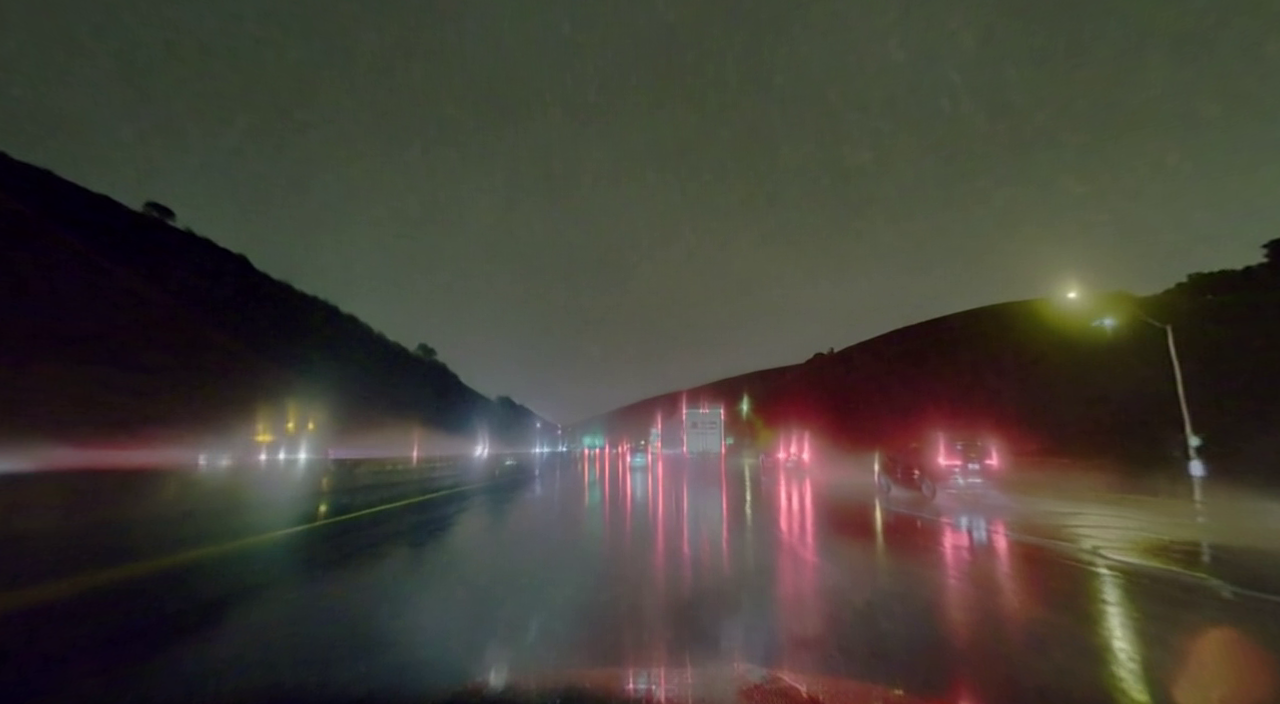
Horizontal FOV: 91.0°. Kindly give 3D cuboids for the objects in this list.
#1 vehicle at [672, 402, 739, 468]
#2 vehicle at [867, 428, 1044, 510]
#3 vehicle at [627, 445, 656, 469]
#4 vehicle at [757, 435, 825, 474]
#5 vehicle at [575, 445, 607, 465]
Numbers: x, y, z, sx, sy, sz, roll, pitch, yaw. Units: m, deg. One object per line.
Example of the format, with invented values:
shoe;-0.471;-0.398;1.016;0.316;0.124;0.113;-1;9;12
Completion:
vehicle;3.914;5.468;40.783;3.130;3.607;11.129;0;-9;0
vehicle;7.369;2.774;15.353;2.044;1.676;4.421;0;-9;1
vehicle;0.081;6.956;42.054;1.866;1.492;3.932;0;-9;-1
vehicle;7.364;5.045;31.174;2.143;1.775;4.729;0;-9;0
vehicle;-3.696;7.907;48.486;2.132;1.506;4.256;0;-9;0
